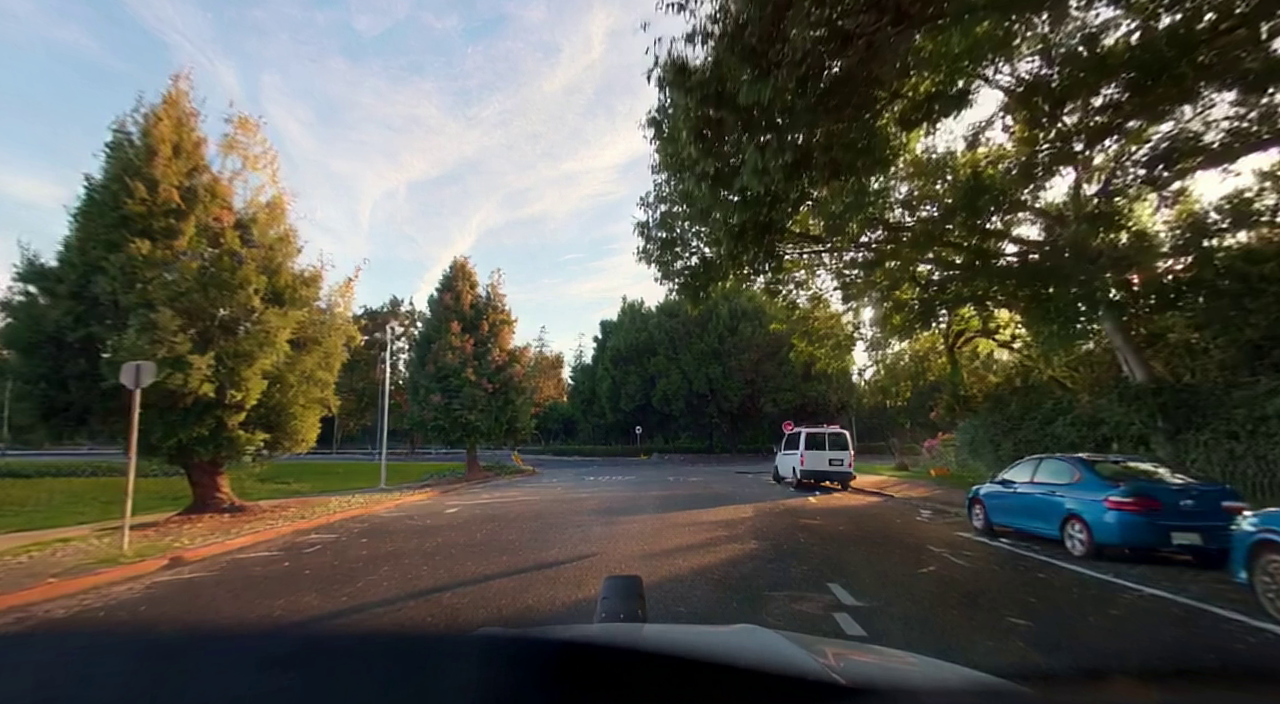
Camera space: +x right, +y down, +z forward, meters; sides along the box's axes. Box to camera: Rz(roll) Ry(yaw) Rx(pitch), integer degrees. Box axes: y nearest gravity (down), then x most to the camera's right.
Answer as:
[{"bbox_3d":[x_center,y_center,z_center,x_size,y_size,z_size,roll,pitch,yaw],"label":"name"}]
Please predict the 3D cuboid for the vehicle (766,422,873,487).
[{"bbox_3d":[6.943,4.068,25.386,2.659,2.245,5.991,0,-8,1],"label":"vehicle"}]

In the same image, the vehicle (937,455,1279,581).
[{"bbox_3d":[6.176,2.154,9.005,1.970,1.269,4.199,0,-8,2],"label":"vehicle"}]

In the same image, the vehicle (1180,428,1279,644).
[{"bbox_3d":[5.567,1.060,2.760,2.135,1.533,5.038,0,-8,3],"label":"vehicle"}]
